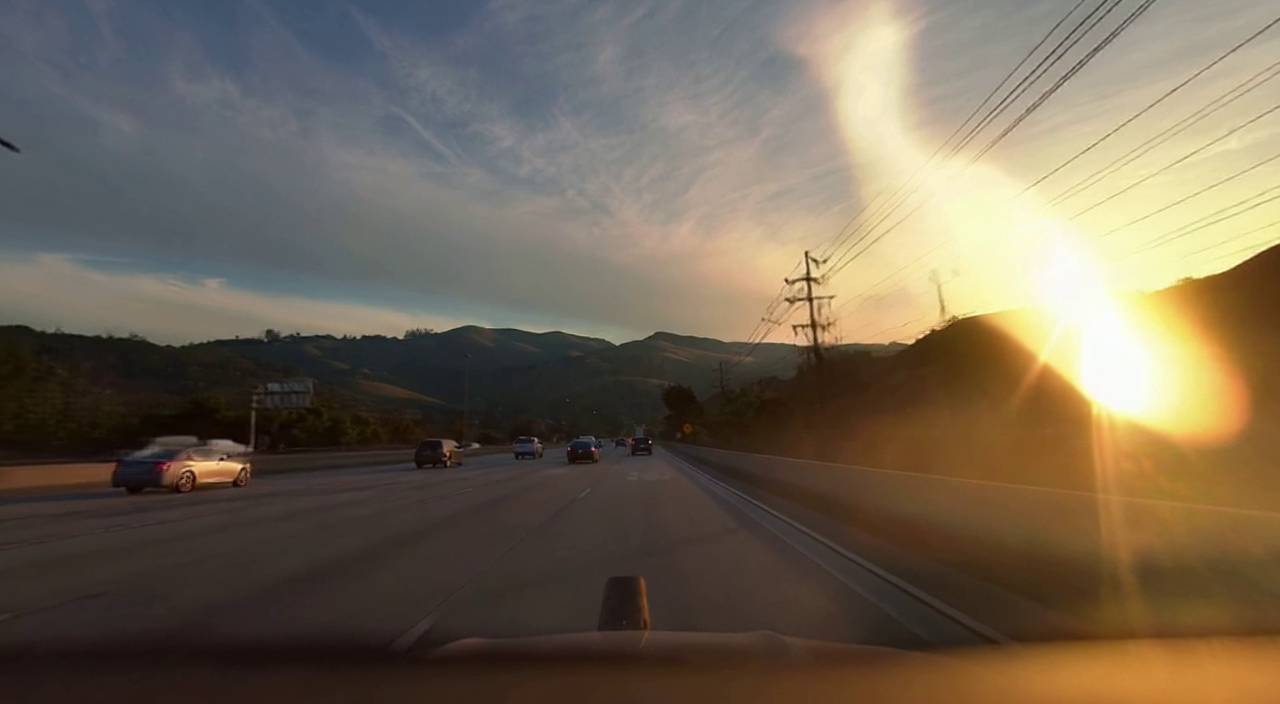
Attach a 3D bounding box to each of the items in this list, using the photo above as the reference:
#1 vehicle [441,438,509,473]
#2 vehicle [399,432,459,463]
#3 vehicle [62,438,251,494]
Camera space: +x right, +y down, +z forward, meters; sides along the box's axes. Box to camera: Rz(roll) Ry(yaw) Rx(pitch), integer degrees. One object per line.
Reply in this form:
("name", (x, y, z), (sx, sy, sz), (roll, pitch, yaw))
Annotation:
("vehicle", (-7.455, 4.729, 28.915), (1.899, 1.472, 4.202), (0, -8, 1))
("vehicle", (-14.181, 6.469, 42.710), (2.172, 1.946, 5.017), (0, -9, 1))
("vehicle", (-14.378, 3.401, 19.238), (1.885, 1.474, 4.849), (0, -9, 1))
